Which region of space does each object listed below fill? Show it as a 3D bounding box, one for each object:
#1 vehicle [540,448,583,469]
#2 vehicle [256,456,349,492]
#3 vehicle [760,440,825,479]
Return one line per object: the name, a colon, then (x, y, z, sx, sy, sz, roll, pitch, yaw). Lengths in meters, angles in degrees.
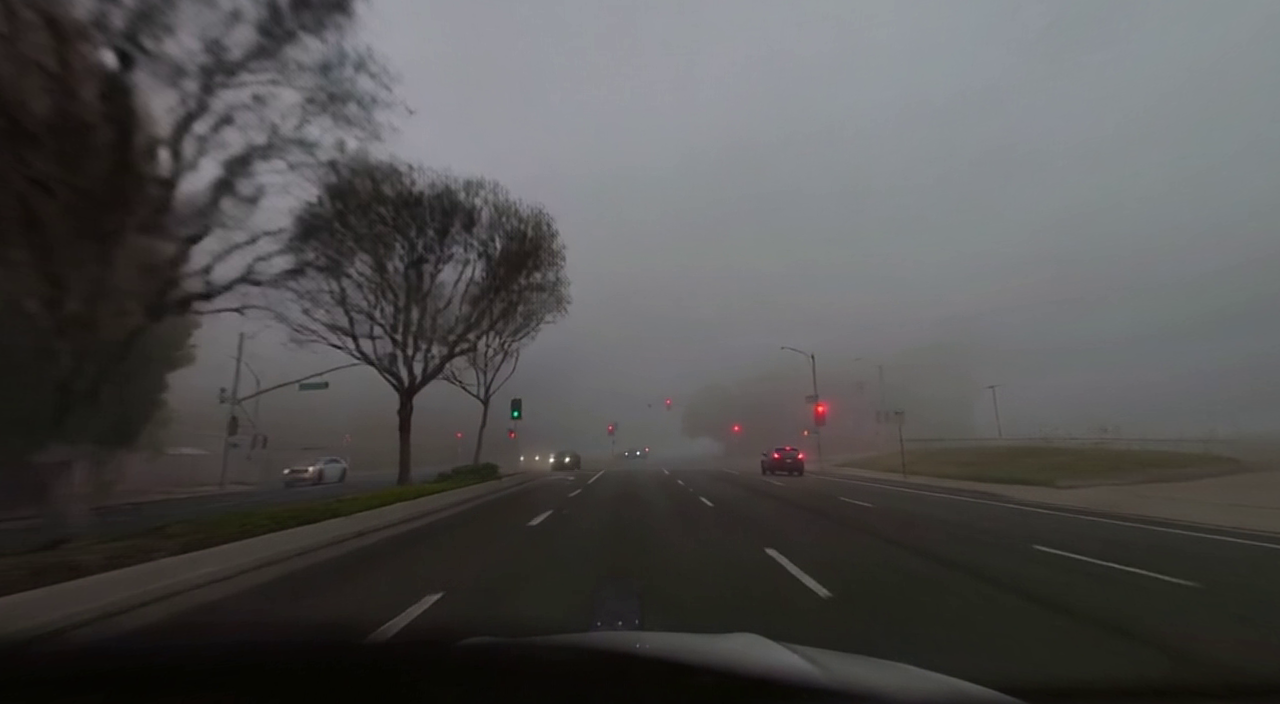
vehicle: (-5.894, 7.892, 46.981, 2.065, 1.477, 4.519, 3, -9, -22)
vehicle: (-17.186, 6.178, 32.408, 1.895, 1.644, 4.160, -2, -9, 11)
vehicle: (7.208, 5.134, 30.387, 2.011, 1.710, 4.357, 0, -9, 0)
